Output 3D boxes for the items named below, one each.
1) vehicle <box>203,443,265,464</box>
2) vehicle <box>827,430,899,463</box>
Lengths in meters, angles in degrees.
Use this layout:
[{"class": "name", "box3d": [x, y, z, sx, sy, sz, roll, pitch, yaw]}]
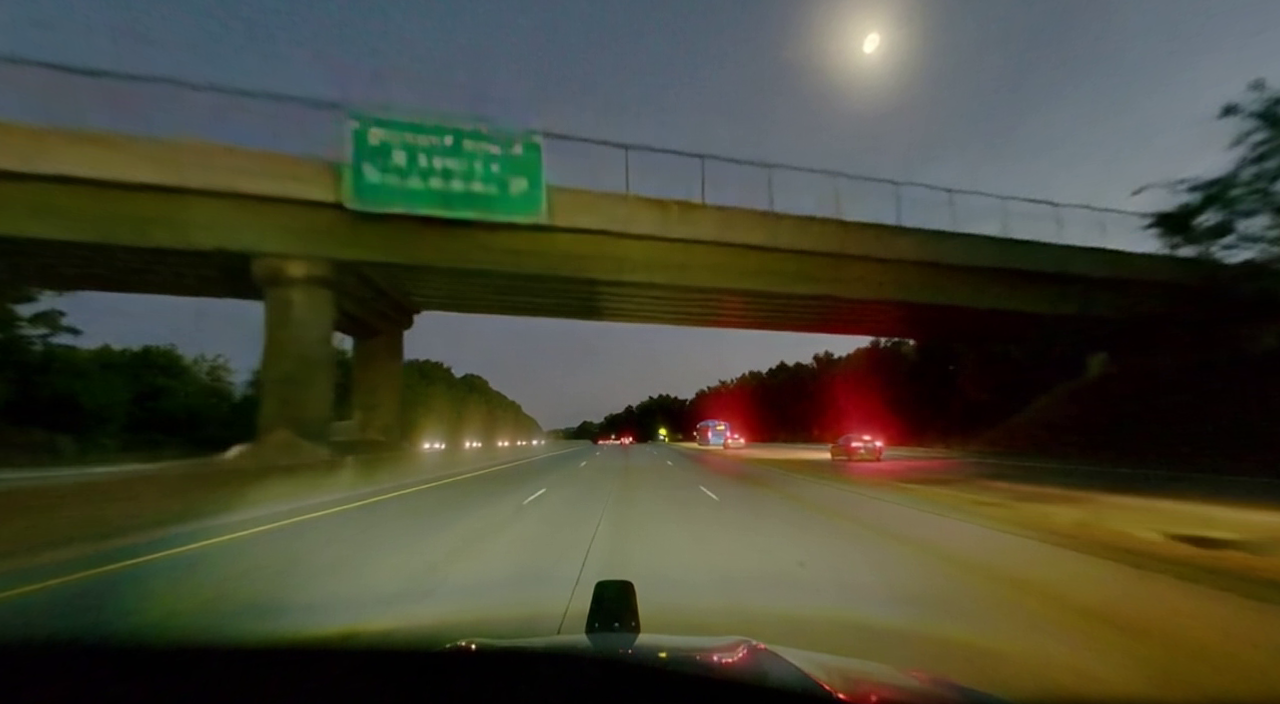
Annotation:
[{"class": "vehicle", "box3d": [-31.150, 7.766, 48.376, 1.807, 1.517, 4.196, -1, -8, 3]}, {"class": "vehicle", "box3d": [10.396, 4.419, 29.562, 1.880, 1.460, 3.770, 0, -8, -2]}]
